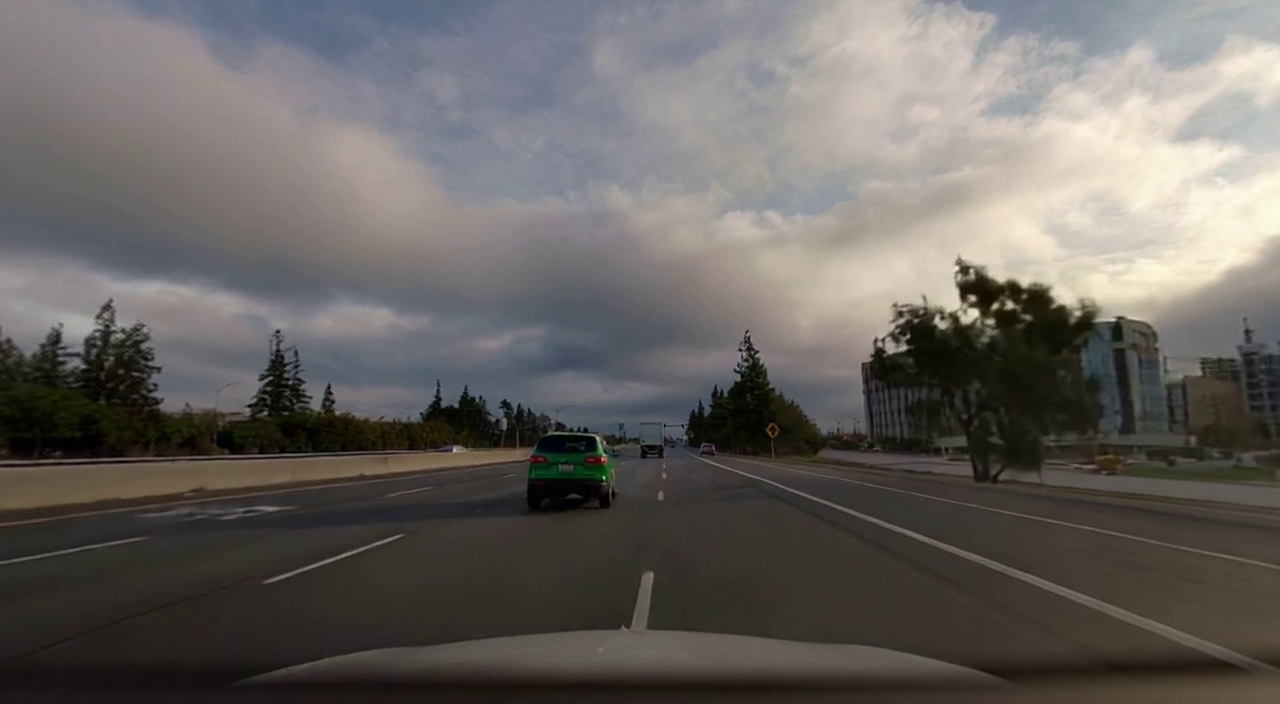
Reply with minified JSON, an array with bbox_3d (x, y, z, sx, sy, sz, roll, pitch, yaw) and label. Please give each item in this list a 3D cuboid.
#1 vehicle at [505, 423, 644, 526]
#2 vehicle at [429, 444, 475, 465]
[{"bbox_3d":[-1.121,2.441,13.089,2.111,1.742,4.315,0,-9,4],"label":"vehicle"},{"bbox_3d":[-14.449,7.925,48.645,1.965,1.503,4.579,0,-9,3],"label":"vehicle"}]
